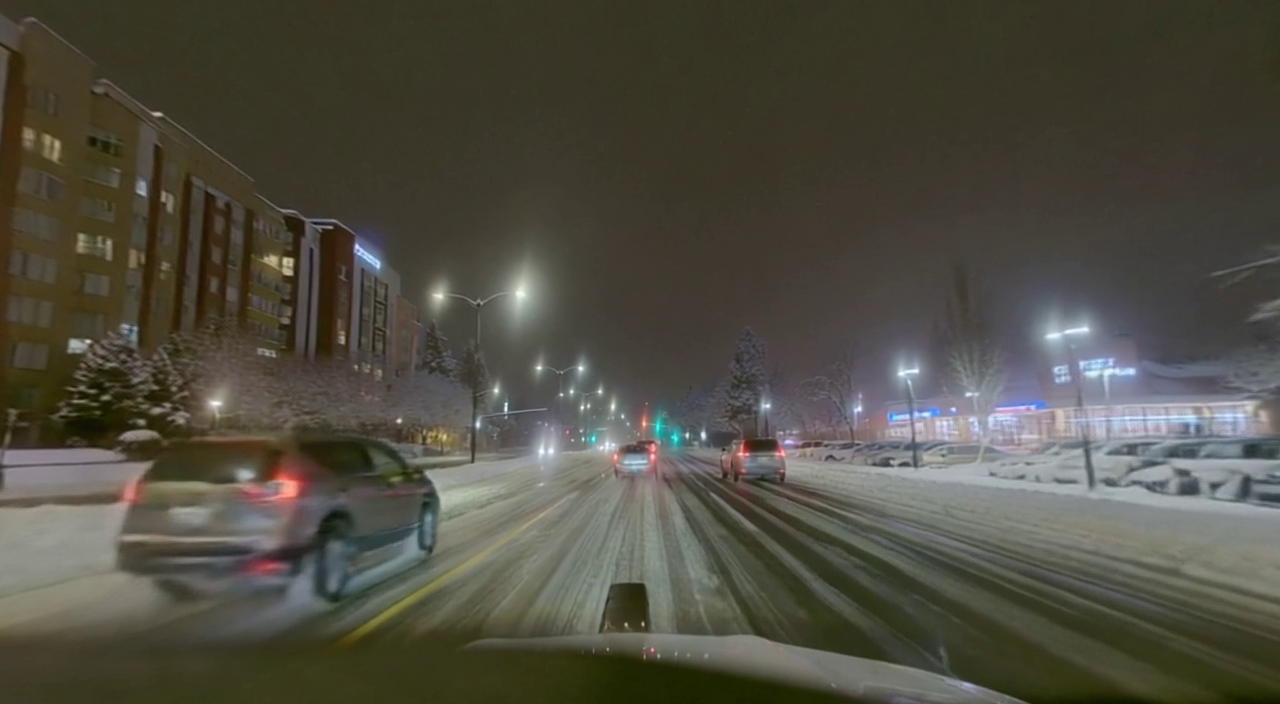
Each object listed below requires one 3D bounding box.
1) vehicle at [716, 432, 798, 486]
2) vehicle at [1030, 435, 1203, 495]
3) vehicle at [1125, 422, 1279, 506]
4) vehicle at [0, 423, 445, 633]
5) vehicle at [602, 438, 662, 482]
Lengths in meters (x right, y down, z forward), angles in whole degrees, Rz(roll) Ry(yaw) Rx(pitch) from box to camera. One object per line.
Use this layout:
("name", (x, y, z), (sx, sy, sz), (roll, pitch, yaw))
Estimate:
("vehicle", (3.952, 3.684, 22.014), (2.007, 1.683, 4.171), (0, -8, 0))
("vehicle", (13.328, 3.080, 17.624), (4.282, 1.469, 2.035), (4, -9, -26))
("vehicle", (13.993, 2.598, 15.071), (4.445, 1.727, 2.013), (4, -9, -29))
("vehicle", (-3.877, 1.589, 6.864), (2.029, 1.482, 4.591), (0, -8, 0))
("vehicle", (-0.259, 3.955, 23.379), (2.059, 1.477, 3.988), (0, -8, 0))
